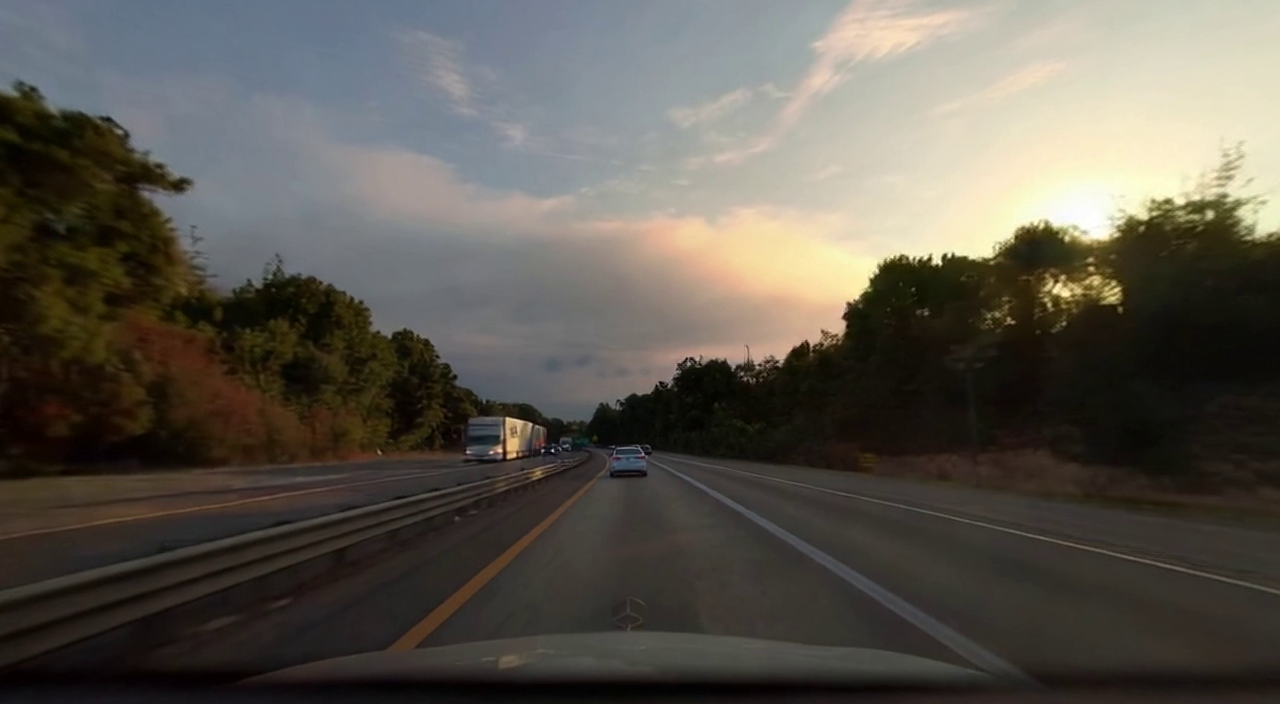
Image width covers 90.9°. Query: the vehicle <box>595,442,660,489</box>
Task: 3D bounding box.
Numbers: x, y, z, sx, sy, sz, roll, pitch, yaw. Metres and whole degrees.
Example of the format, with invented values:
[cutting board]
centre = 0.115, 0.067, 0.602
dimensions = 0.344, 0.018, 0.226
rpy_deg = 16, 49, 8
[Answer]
[vehicle]
centre = -0.421, 4.019, 22.654
dimensions = 2.114, 1.523, 4.012
rpy_deg = 0, -9, -1
